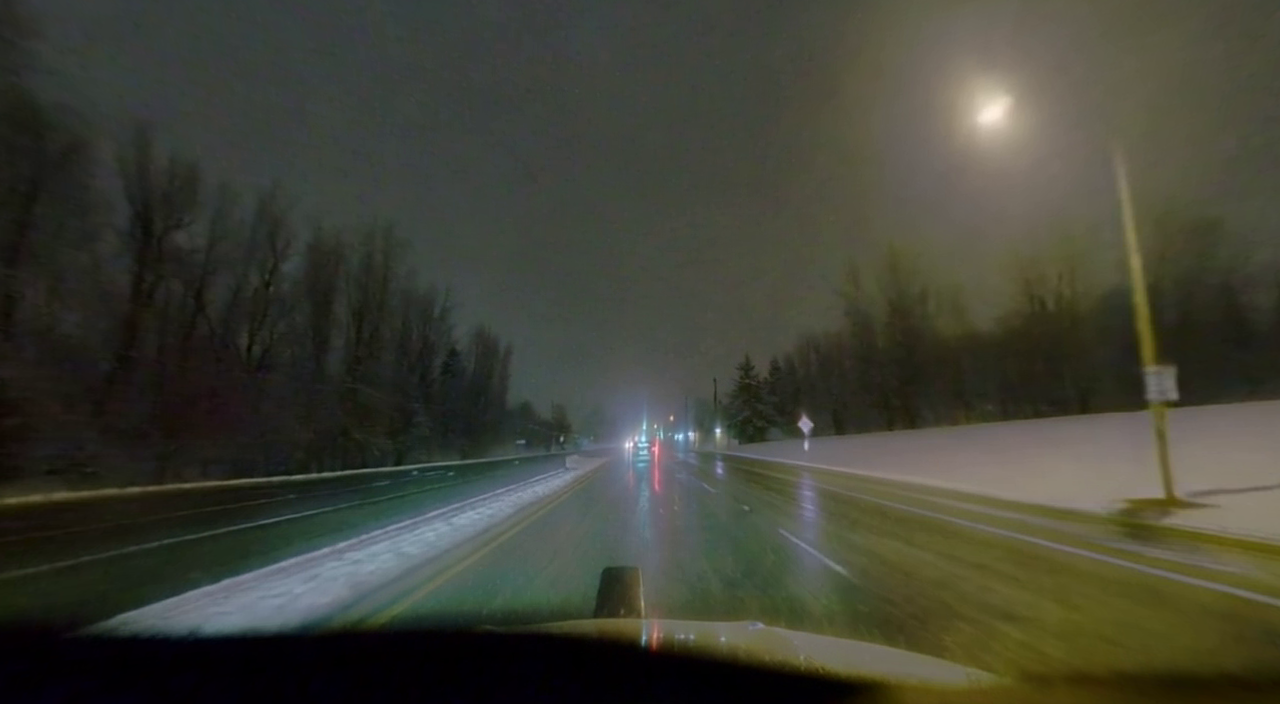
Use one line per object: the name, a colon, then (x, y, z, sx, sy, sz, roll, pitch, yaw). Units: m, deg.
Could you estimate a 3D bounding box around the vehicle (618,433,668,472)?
vehicle: (0.146, 4.865, 30.546, 2.256, 1.734, 4.176, 0, -9, 1)
